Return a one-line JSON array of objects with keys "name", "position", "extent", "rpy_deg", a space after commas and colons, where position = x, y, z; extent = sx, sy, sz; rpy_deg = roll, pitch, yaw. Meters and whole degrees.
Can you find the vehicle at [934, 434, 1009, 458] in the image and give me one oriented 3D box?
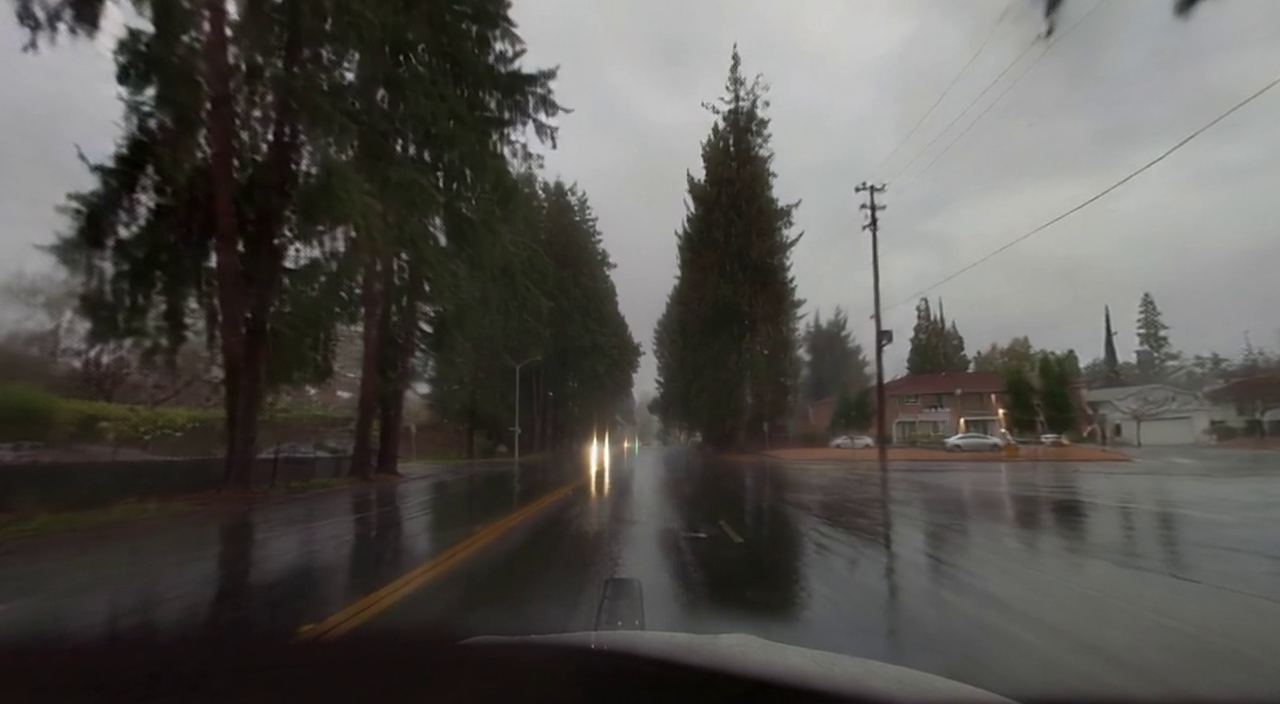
[{"name": "vehicle", "position": [24.407, 6.932, 46.539], "extent": [4.508, 1.687, 2.070], "rpy_deg": [-2, -9, 15]}]
